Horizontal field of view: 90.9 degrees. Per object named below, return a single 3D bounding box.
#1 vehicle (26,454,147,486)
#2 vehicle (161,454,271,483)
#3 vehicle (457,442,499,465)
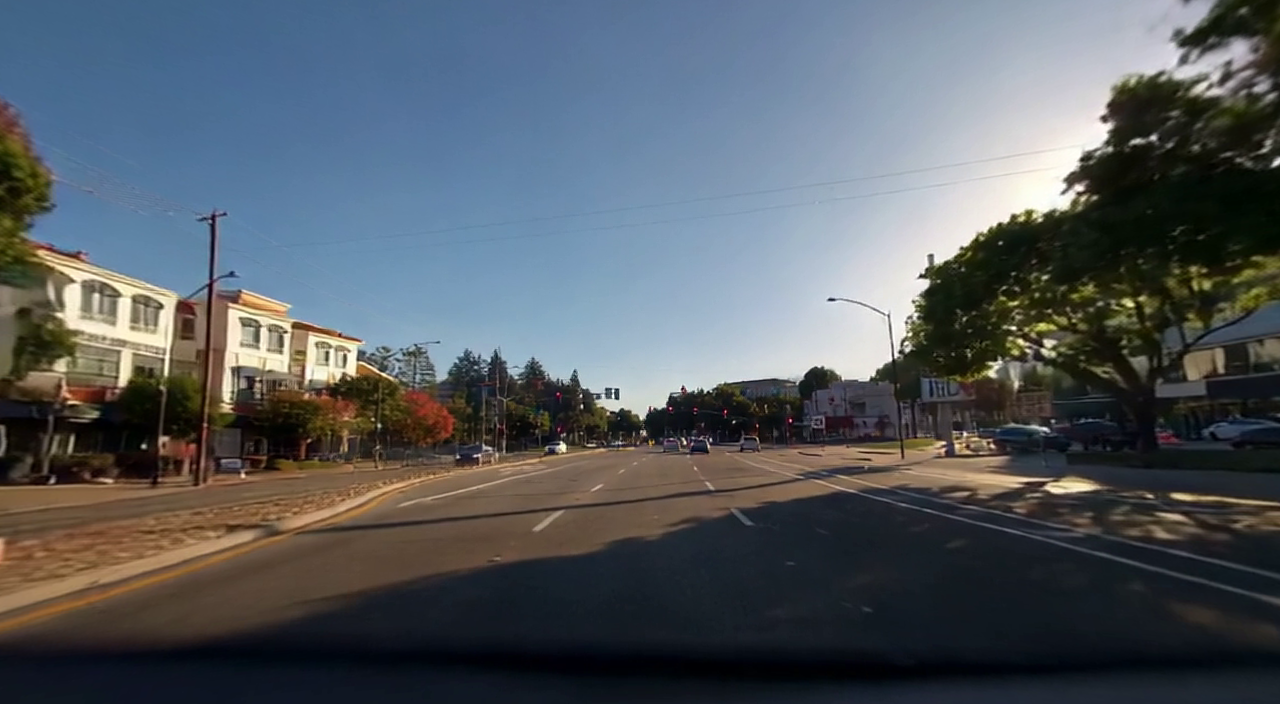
[{"bbox_3d":[-30.133,6.426,34.431,4.585,1.636,2.000,0,-9,-3],"label":"vehicle"},{"bbox_3d":[-23.231,6.398,34.642,4.606,1.458,1.837,0,-8,-5],"label":"vehicle"},{"bbox_3d":[-12.621,7.892,49.359,1.940,1.690,4.447,-1,-8,3],"label":"vehicle"}]
